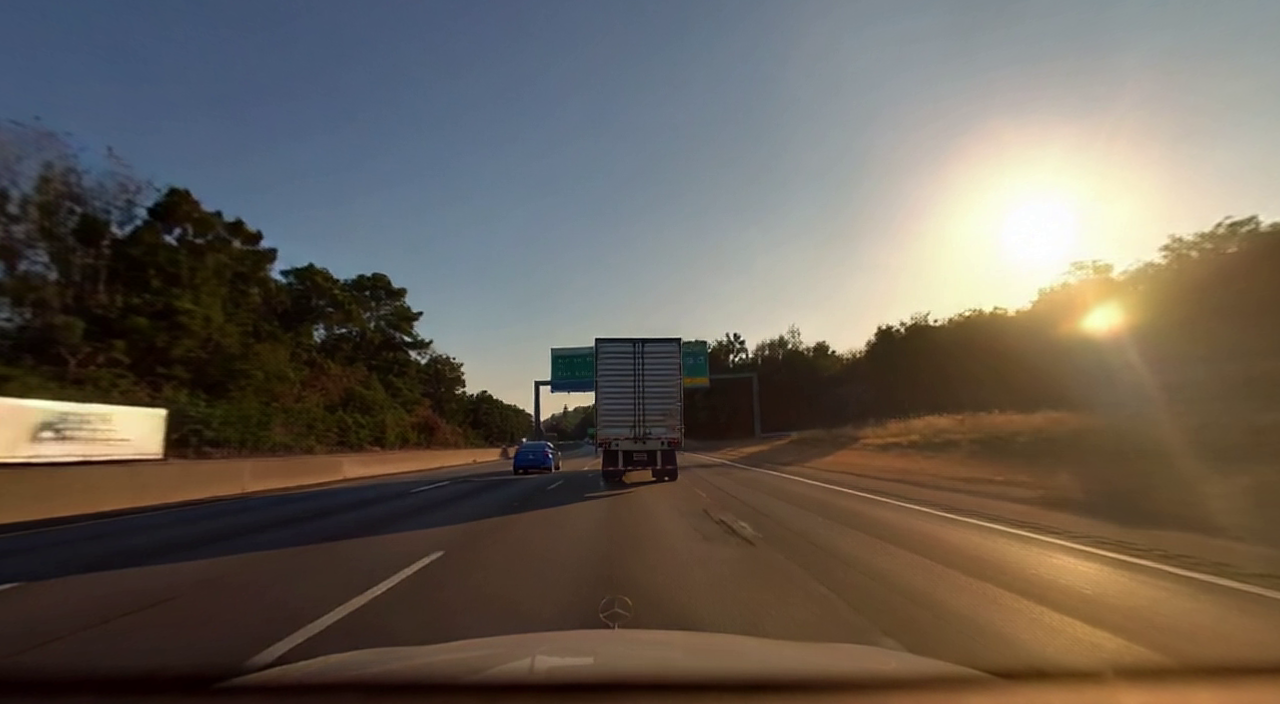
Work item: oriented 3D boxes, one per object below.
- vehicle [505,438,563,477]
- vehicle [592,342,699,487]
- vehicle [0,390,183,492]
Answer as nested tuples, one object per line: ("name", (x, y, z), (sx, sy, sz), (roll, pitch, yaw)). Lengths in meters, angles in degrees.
("vehicle", (-4.597, 4.621, 27.876), (1.854, 1.530, 4.268), (0, -8, 0))
("vehicle", (0.038, 2.543, 23.661), (3.073, 4.196, 10.546), (0, -8, -1))
("vehicle", (-24.641, 3.528, 24.777), (2.843, 3.644, 14.071), (0, -8, 0))
